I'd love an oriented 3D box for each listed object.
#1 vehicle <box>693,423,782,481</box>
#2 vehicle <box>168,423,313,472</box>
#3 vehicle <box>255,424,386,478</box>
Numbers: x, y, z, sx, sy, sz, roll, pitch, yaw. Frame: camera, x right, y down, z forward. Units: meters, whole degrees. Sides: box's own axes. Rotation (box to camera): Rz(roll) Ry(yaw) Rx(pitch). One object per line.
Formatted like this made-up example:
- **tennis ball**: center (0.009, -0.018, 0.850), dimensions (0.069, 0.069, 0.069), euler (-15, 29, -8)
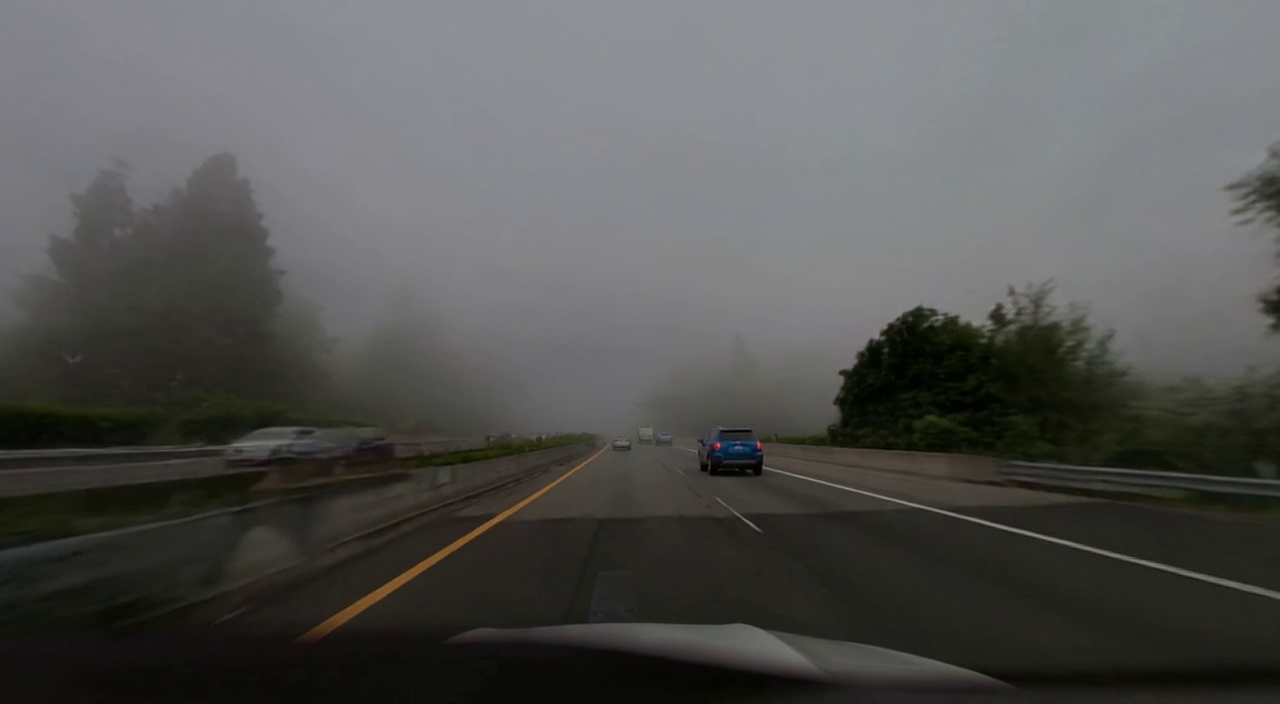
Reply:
- **vehicle**: center (3.053, 3.233, 20.776), dimensions (2.085, 1.681, 4.436), euler (0, -8, -2)
- **vehicle**: center (-13.496, 3.241, 21.731), dimensions (1.963, 1.492, 4.664), euler (0, -8, -1)
- **vehicle**: center (-9.251, 2.880, 18.673), dimensions (1.852, 1.421, 3.905), euler (0, -8, -1)
